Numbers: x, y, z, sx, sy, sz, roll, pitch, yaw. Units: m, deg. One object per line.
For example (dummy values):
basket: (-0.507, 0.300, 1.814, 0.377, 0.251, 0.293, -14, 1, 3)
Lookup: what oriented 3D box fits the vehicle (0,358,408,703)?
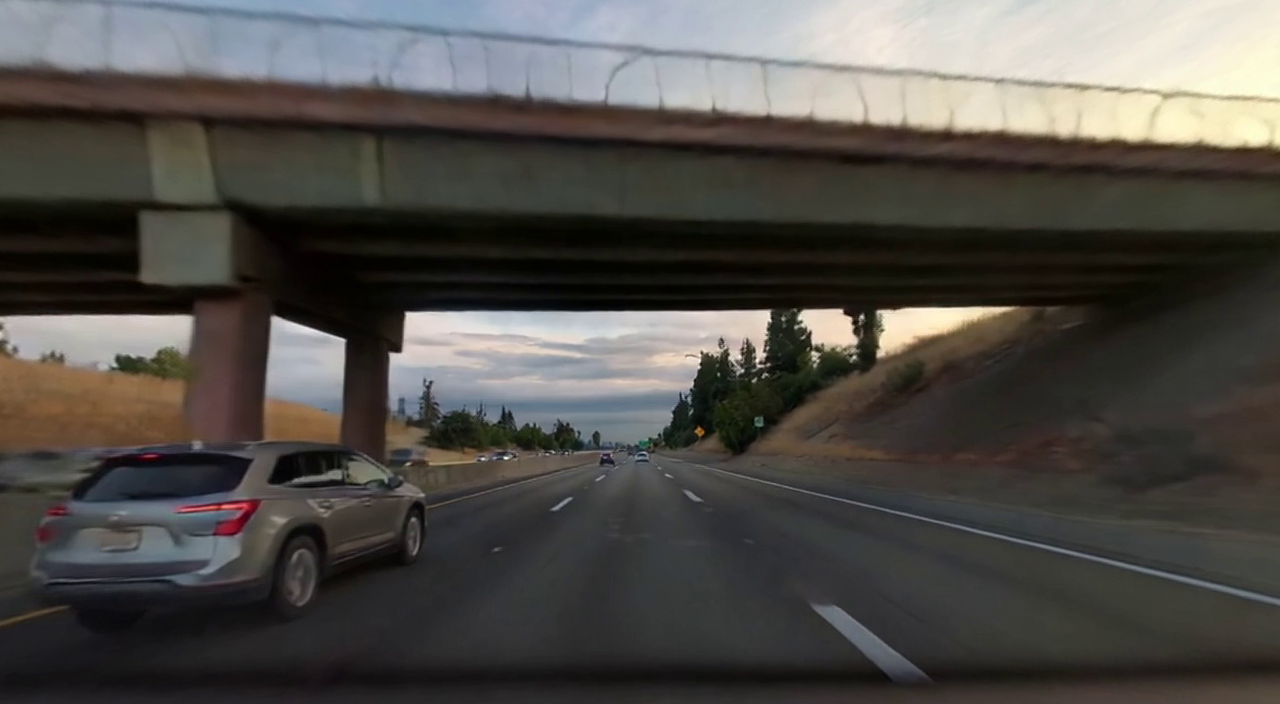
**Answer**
vehicle: (-3.432, 1.080, 3.716, 2.274, 1.628, 4.807, 0, -9, 0)
